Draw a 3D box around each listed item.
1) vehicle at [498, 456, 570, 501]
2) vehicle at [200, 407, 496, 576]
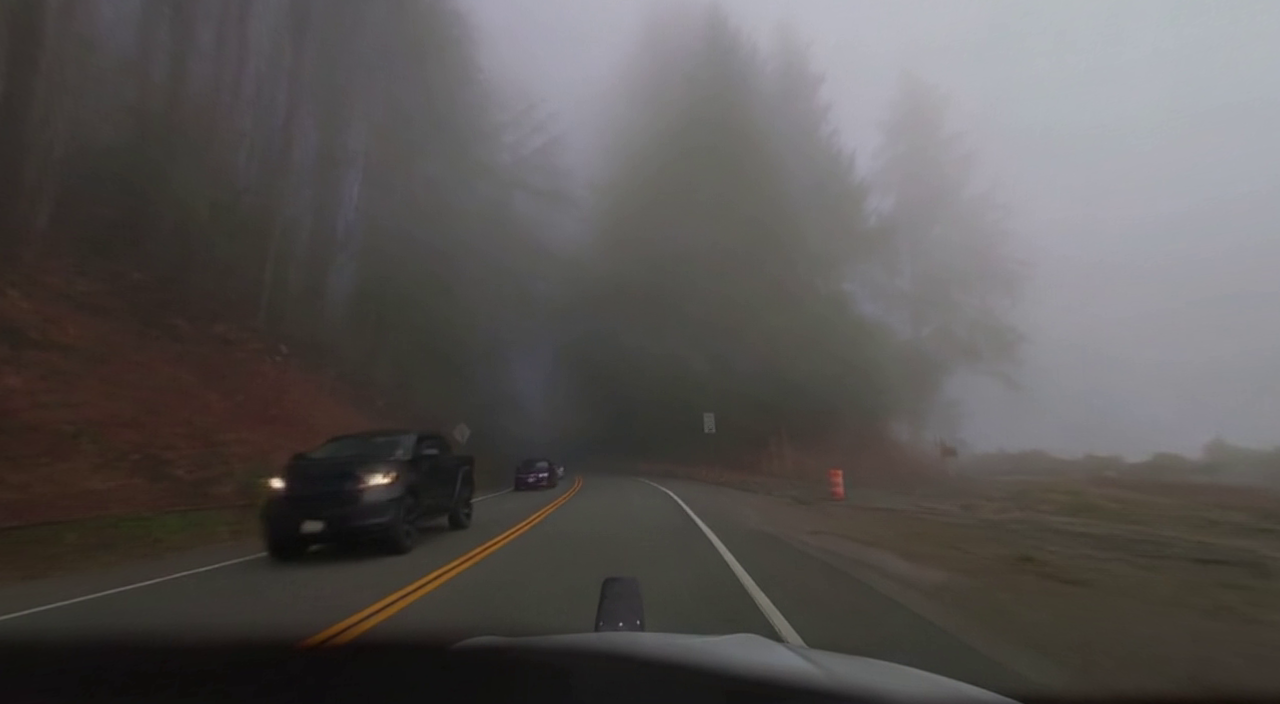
[{"bbox_3d":[-3.769,4.576,23.252,2.032,1.444,4.164,0,-9,-1],"label":"vehicle"},{"bbox_3d":[-4.027,2.056,10.078,2.221,1.969,5.153,0,-9,0],"label":"vehicle"}]
